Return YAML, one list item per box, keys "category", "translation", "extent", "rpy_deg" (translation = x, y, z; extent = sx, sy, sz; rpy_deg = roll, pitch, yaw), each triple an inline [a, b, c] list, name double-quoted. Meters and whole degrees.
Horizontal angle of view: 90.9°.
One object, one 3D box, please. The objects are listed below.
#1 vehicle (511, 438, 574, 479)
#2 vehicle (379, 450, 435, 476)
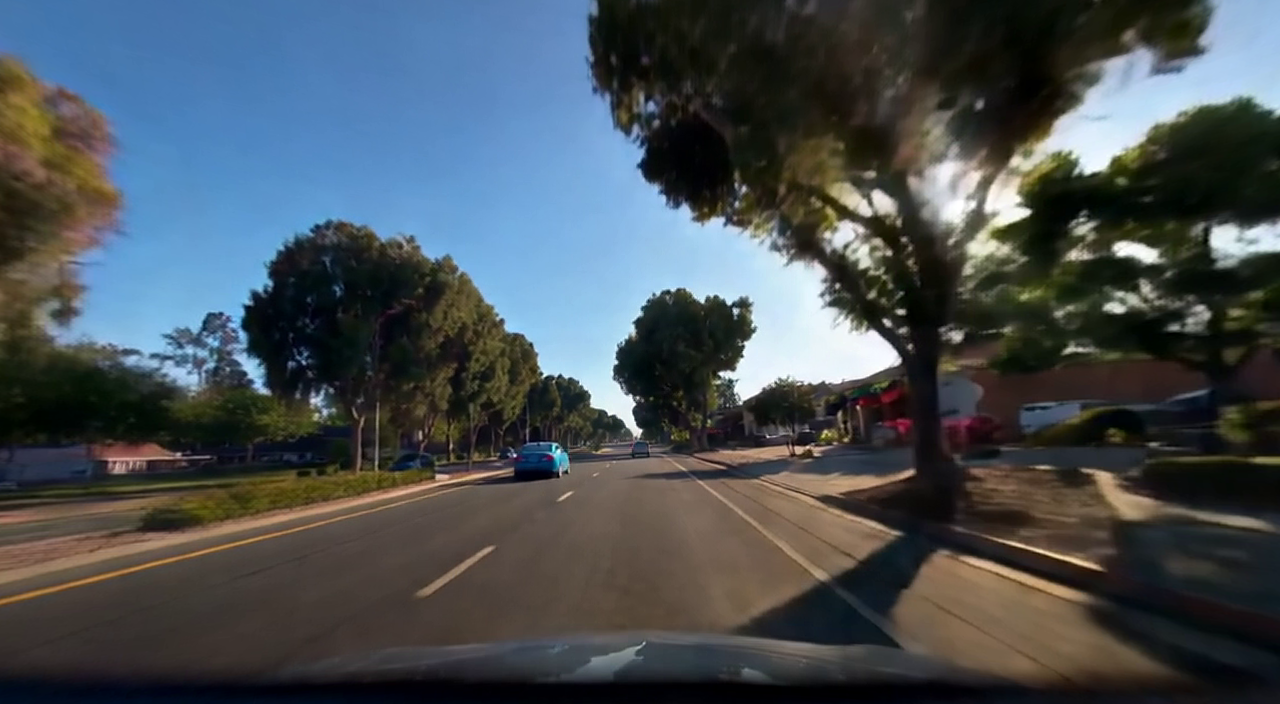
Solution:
- category: "vehicle"
  translation: [-4.128, 4.599, 27.434]
  extent: [1.914, 1.630, 4.351]
  rpy_deg: [0, -8, 2]
- category: "vehicle"
  translation: [-15.042, 7.176, 41.016]
  extent: [1.752, 1.590, 4.745]
  rpy_deg: [0, -8, 1]
